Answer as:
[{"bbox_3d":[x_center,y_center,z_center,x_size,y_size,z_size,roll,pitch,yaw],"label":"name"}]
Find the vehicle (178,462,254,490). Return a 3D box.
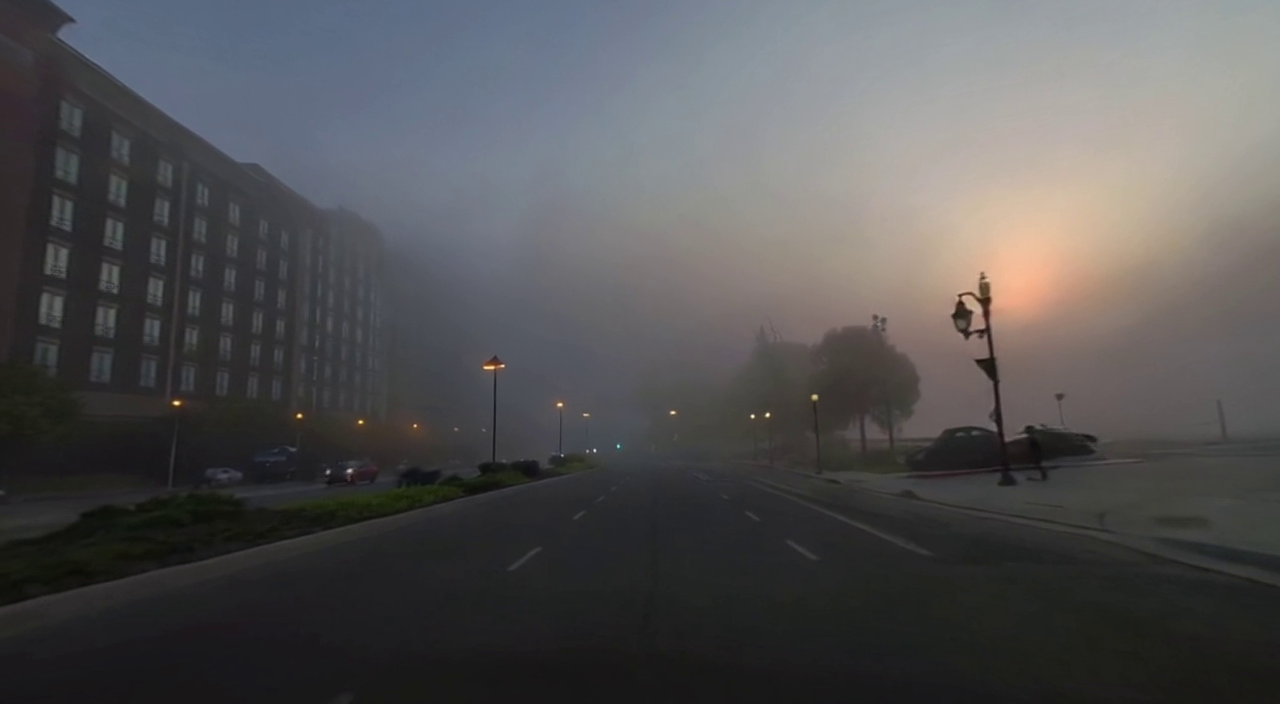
[{"bbox_3d":[-31.091,9.067,46.381,2.073,1.772,4.793,-1,-8,3],"label":"vehicle"}]

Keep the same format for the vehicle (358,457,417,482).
[{"bbox_3d":[-17.120,7.974,42.962,1.878,1.492,4.648,-1,-8,4],"label":"vehicle"}]

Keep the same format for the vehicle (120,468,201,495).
[{"bbox_3d":[-31.129,8.406,41.095,1.799,1.473,4.490,0,-8,-1],"label":"vehicle"}]
